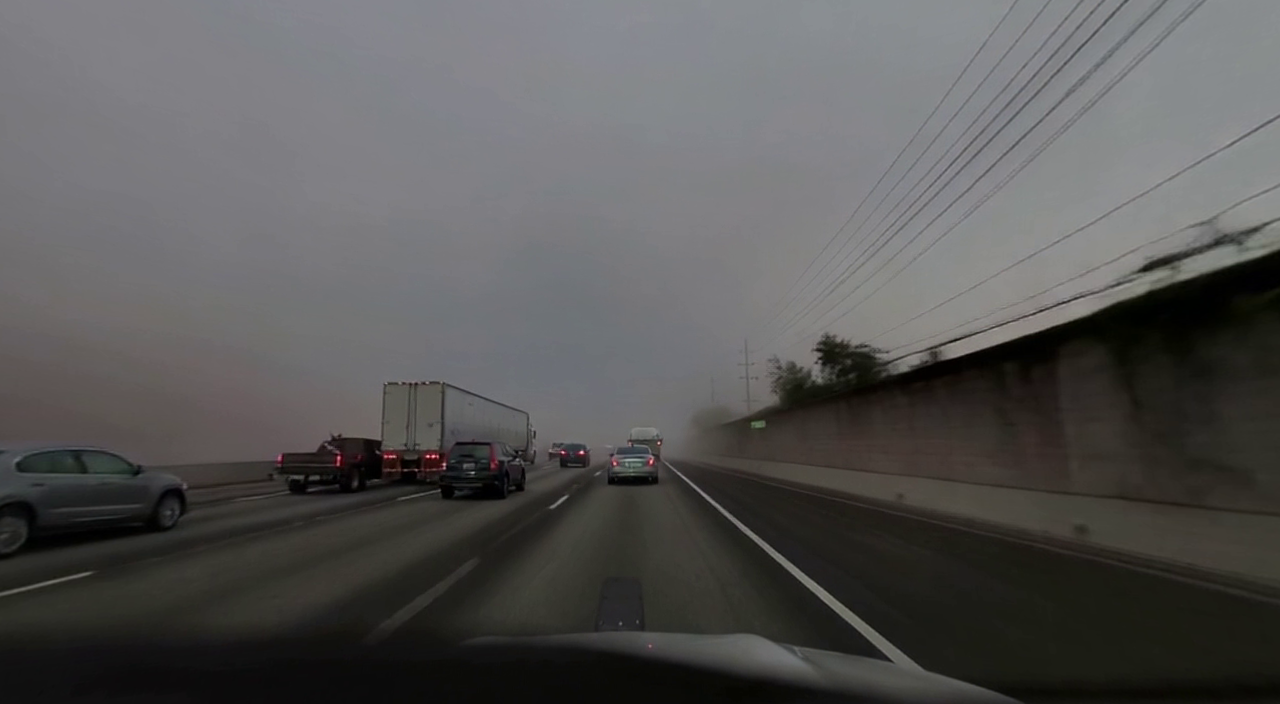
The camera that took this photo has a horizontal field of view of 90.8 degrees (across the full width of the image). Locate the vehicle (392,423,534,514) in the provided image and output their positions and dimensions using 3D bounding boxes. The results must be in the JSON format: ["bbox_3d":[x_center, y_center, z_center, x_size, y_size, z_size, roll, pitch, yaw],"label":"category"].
[{"bbox_3d":[-3.742,2.554,14.275,1.923,1.716,4.289,0,-8,1],"label":"vehicle"}]

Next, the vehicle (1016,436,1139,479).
[{"bbox_3d":[17.766,4.297,25.982,1.936,1.591,4.362,0,-9,0],"label":"vehicle"}]

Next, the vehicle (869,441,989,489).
[{"bbox_3d":[10.077,3.953,22.525,1.974,1.495,4.734,0,-9,-1],"label":"vehicle"}]

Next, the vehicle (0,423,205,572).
[{"bbox_3d":[-7.647,1.578,7.053,2.165,1.511,4.810,0,-8,0],"label":"vehicle"}]

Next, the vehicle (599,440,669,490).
[{"bbox_3d":[-0.196,3.677,20.929,2.089,1.477,3.818,0,-8,0],"label":"vehicle"}]

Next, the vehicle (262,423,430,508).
[{"bbox_3d":[-6.926,2.721,15.527,2.027,1.762,4.386,0,-9,0],"label":"vehicle"}]

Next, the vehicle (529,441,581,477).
[{"bbox_3d":[-3.848,4.890,29.125,1.870,1.485,4.304,0,-8,-1],"label":"vehicle"}]
